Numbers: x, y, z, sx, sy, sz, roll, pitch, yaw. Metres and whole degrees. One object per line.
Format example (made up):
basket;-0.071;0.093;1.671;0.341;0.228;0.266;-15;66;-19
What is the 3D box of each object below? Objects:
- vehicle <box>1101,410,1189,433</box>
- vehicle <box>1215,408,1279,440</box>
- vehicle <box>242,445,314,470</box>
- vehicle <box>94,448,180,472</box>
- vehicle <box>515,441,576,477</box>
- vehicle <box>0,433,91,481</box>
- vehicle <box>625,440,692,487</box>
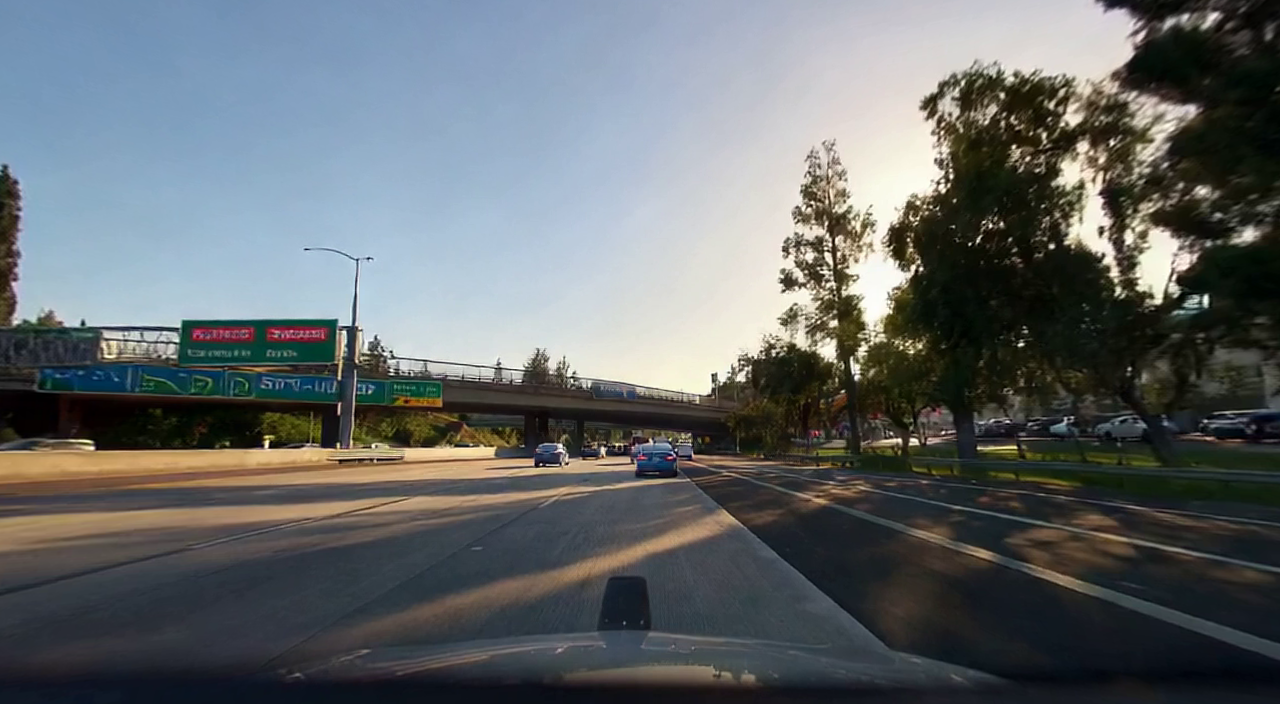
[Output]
vehicle;35.460;4.930;44.354;1.781;1.456;4.462;7;-11;-38
vehicle;30.271;3.438;29.908;4.068;1.458;1.841;0;-8;2
vehicle;-22.191;6.447;38.849;1.860;1.443;4.337;0;-8;0
vehicle;-32.923;7.070;41.491;1.821;1.452;4.627;0;-8;0
vehicle;-4.241;4.886;29.033;2.047;1.497;4.208;0;-8;2
vehicle;-21.586;3.533;21.343;1.906;1.514;4.469;0;-8;1
vehicle;0.613;3.817;21.960;2.113;1.464;4.073;0;-8;1
